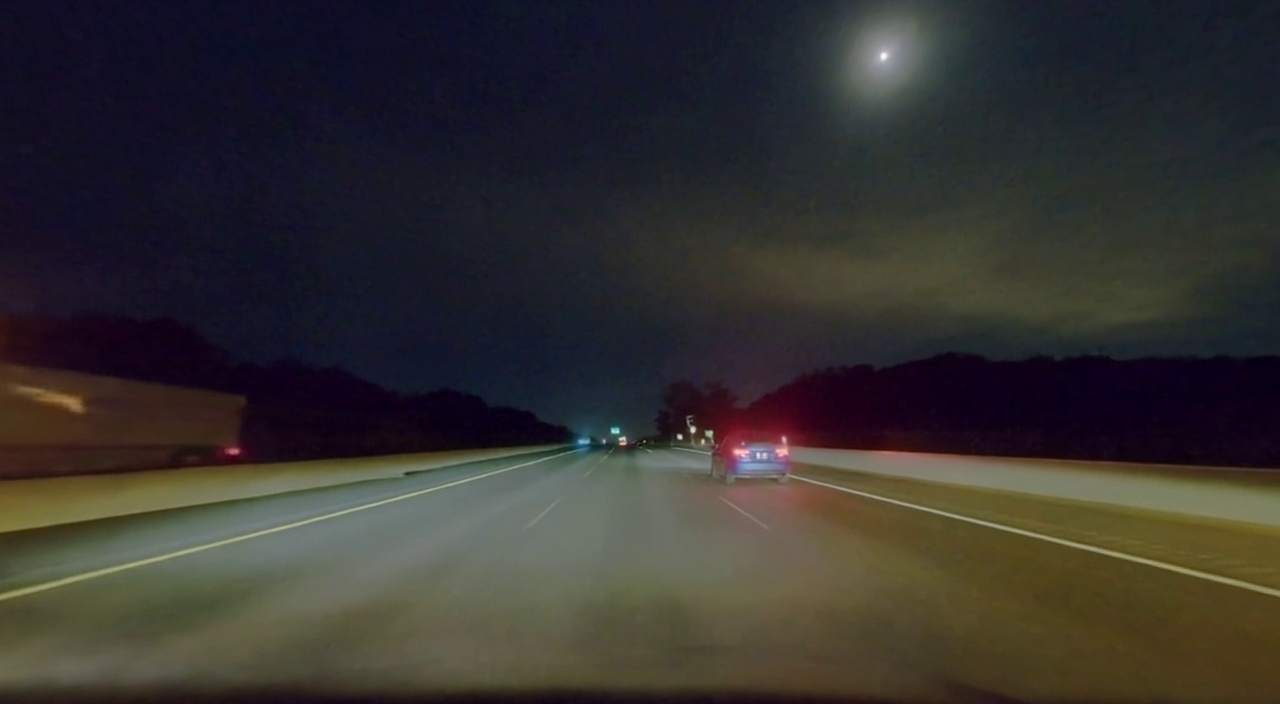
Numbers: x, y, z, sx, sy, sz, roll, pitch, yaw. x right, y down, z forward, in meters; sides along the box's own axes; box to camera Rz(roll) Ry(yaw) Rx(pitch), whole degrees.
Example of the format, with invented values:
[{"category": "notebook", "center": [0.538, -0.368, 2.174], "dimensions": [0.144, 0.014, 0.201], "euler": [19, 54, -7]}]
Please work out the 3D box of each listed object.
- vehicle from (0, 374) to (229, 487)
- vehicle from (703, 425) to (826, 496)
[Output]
[{"category": "vehicle", "center": [-20.612, 3.193, 25.116], "dimensions": [2.807, 3.733, 8.204], "euler": [0, -8, -1]}, {"category": "vehicle", "center": [3.199, 2.896, 17.157], "dimensions": [2.349, 1.651, 4.161], "euler": [0, -8, -2]}]
